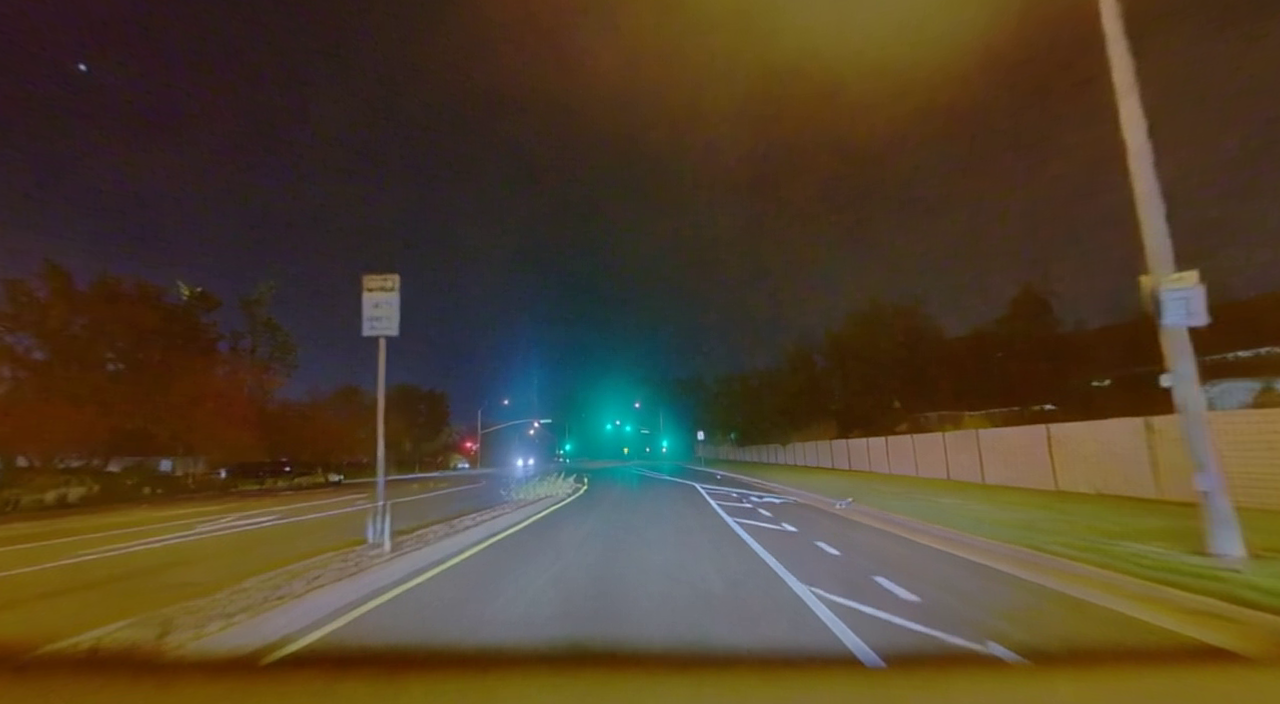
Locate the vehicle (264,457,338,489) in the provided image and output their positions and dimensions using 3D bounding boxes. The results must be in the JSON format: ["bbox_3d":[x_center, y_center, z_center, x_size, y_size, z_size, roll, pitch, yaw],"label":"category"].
[{"bbox_3d":[-21.464,7.666,40.135,1.974,1.704,4.628,0,-8,2],"label":"vehicle"}]

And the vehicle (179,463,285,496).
[{"bbox_3d":[-21.485,6.710,33.512,1.919,1.497,5.140,-1,-9,4],"label":"vehicle"}]

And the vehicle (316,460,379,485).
[{"bbox_3d":[-21.259,8.768,46.114,1.954,1.575,5.225,-1,-8,2],"label":"vehicle"}]
